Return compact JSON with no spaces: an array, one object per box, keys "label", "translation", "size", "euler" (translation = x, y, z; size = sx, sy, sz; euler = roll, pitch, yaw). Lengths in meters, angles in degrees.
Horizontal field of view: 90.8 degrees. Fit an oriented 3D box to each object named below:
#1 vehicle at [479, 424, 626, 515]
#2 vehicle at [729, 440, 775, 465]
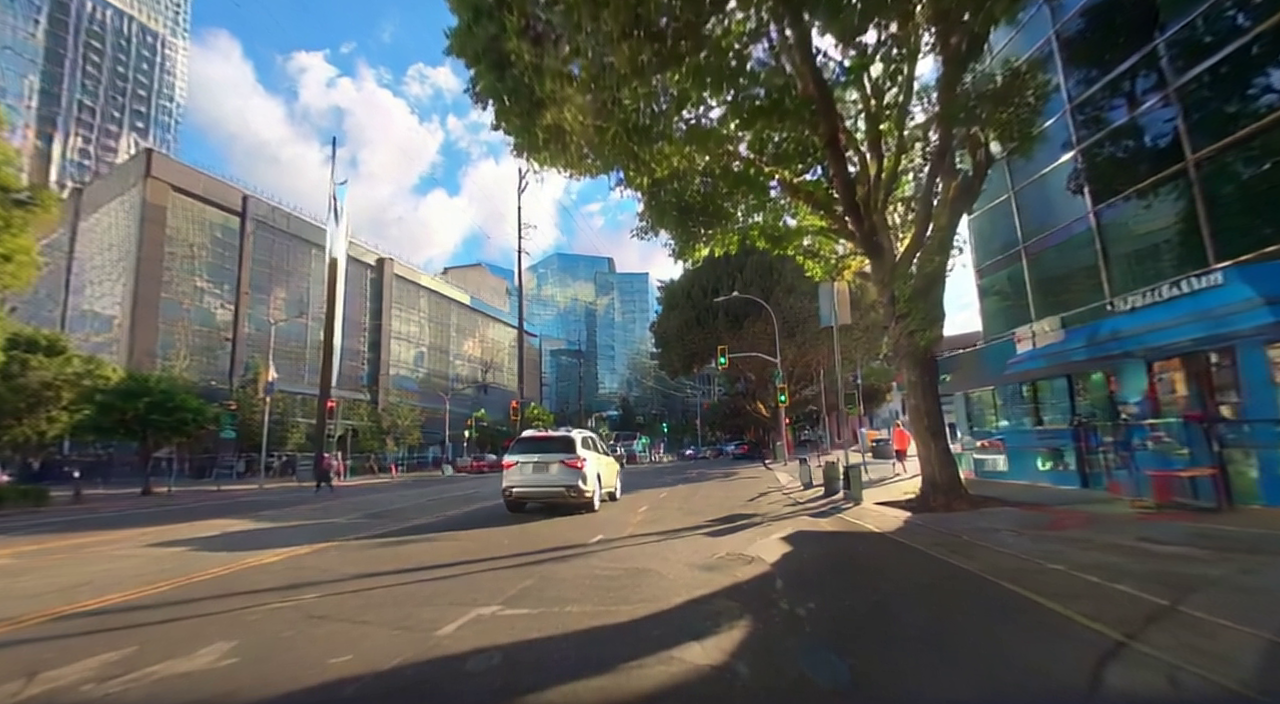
[{"label":"vehicle","translation":[-1.766,2.620,14.478],"size":[2.101,1.721,4.364],"euler":[-1,-9,9]},{"label":"vehicle","translation":[7.122,6.307,39.765],"size":[2.006,1.470,4.099],"euler":[-4,-9,22]}]
